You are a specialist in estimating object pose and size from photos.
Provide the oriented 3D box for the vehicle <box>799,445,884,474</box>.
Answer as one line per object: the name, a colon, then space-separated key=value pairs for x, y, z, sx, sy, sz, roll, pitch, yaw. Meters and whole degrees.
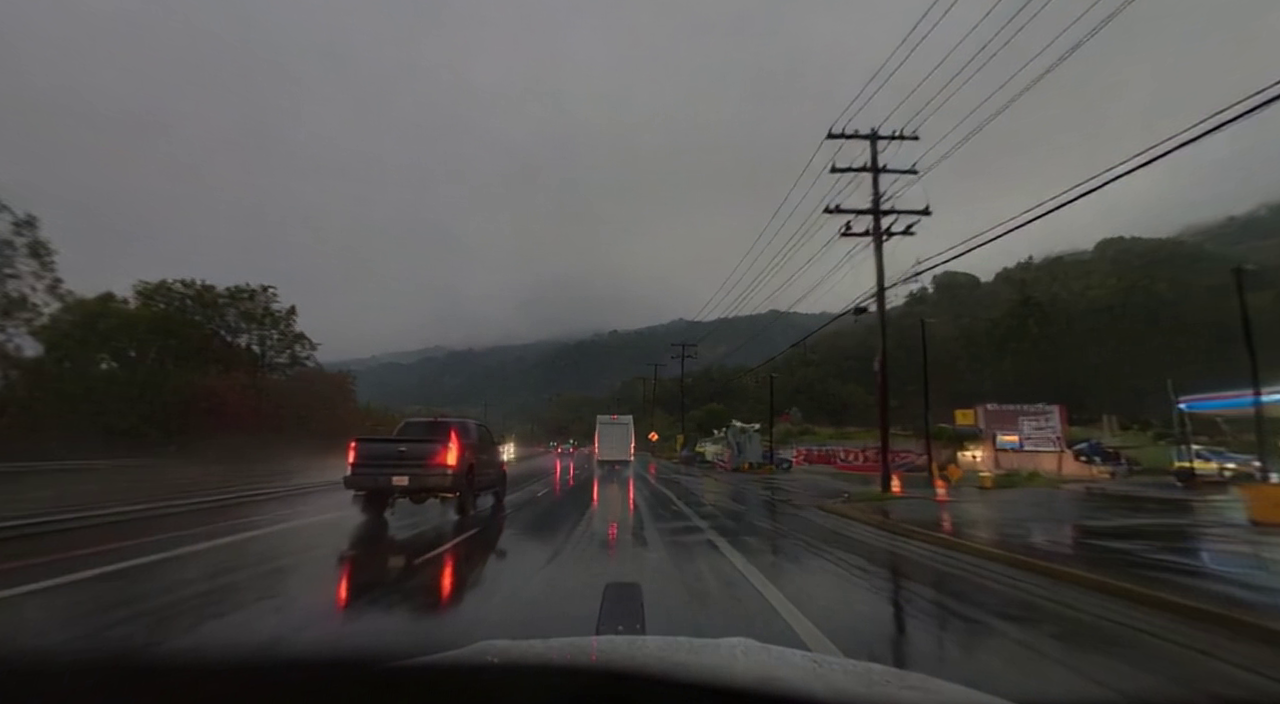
vehicle: x=15.276 y=8.118 z=48.166 sx=2.193 sy=2.034 sz=5.805 roll=7 pitch=-11 yaw=-40

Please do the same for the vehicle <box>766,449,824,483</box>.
vehicle: x=8.367 y=6.148 z=34.388 sx=1.933 sy=1.480 sz=4.249 roll=2 pitch=-7 yaw=-2

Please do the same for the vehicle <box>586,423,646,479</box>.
vehicle: x=-1.137 y=4.524 z=29.053 sx=2.486 sy=2.280 sz=5.291 roll=0 pitch=-8 yaw=-3

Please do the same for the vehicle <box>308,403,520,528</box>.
vehicle: x=-4.193 y=2.257 z=13.129 sx=2.345 sy=2.012 sz=5.693 roll=0 pitch=-8 yaw=-1

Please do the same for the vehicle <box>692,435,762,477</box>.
vehicle: x=4.906 y=6.012 z=36.880 sx=2.706 sy=2.199 sz=6.527 roll=1 pitch=-9 yaw=-4
